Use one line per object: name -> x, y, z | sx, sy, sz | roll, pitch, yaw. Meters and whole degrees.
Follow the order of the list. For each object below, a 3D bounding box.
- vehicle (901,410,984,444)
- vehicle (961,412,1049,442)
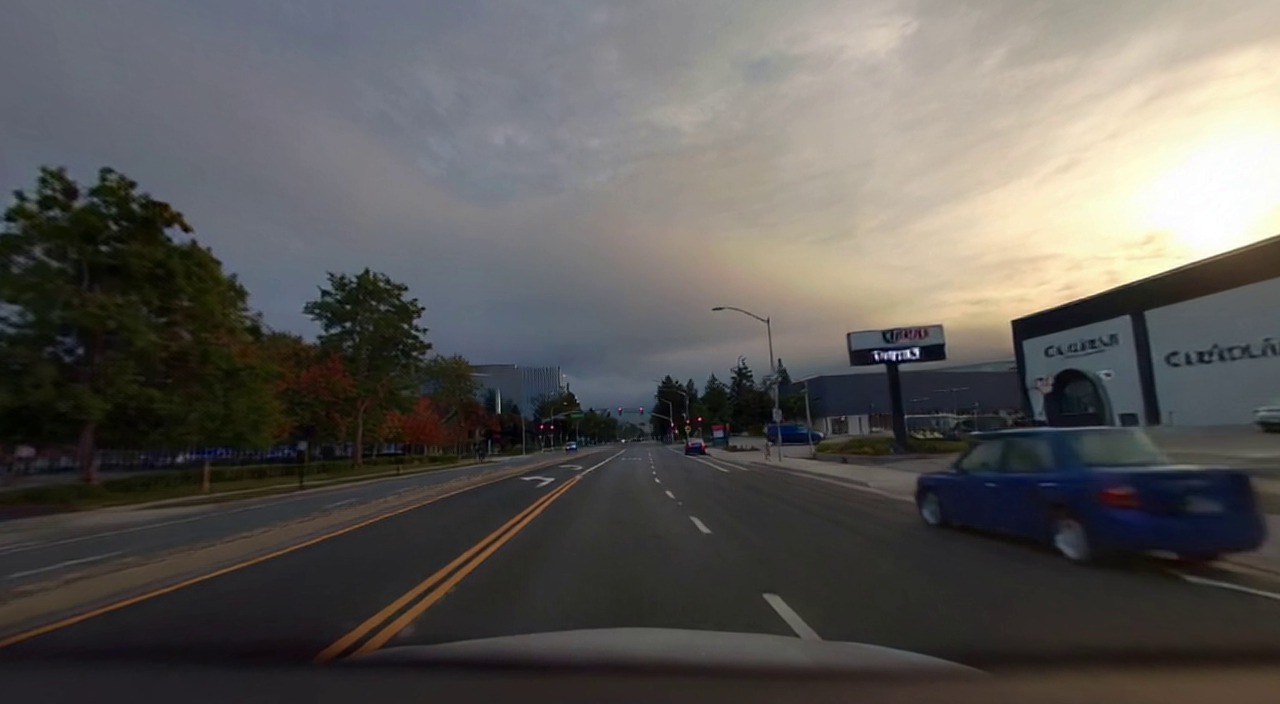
vehicle -> 16.916, 4.284, 35.527 | 2.059, 1.788, 4.708 | 1, -8, -4
vehicle -> 19.822, 4.154, 34.421 | 2.021, 1.472, 4.047 | 1, -8, -8
